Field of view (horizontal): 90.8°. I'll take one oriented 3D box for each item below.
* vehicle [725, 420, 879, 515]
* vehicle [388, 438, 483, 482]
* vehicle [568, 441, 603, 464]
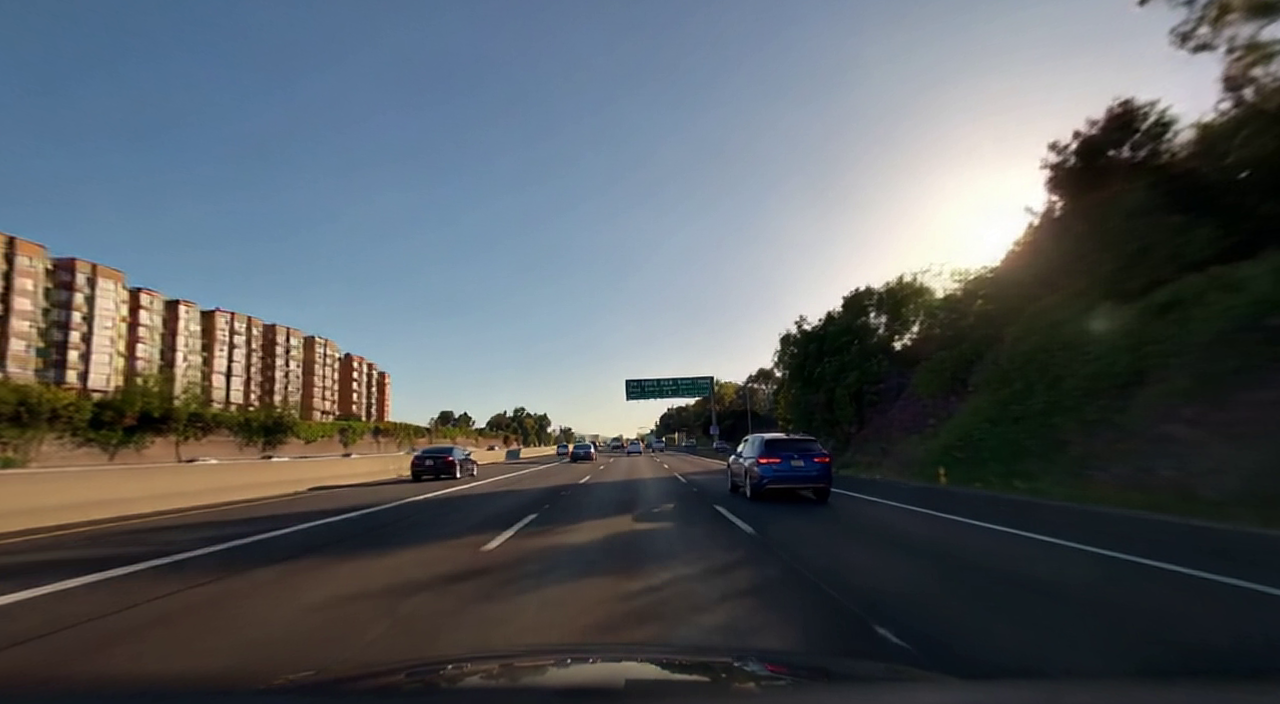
[{"bbox_3d":[3.235,2.421,13.659,2.080,1.694,4.286,0,-9,-1],"label":"vehicle"},{"bbox_3d":[-7.500,3.999,23.685,2.021,1.496,4.495,0,-9,1],"label":"vehicle"},{"bbox_3d":[-3.689,6.855,43.313,2.002,1.466,4.378,0,-9,0],"label":"vehicle"}]
